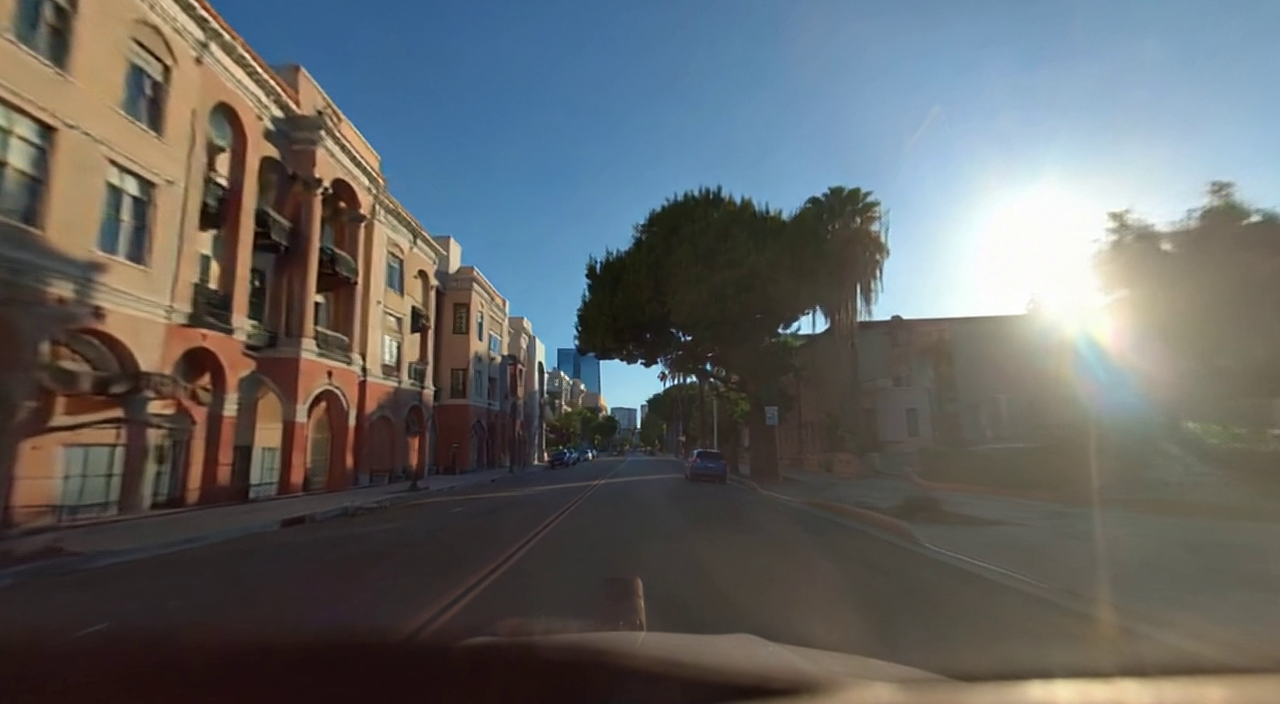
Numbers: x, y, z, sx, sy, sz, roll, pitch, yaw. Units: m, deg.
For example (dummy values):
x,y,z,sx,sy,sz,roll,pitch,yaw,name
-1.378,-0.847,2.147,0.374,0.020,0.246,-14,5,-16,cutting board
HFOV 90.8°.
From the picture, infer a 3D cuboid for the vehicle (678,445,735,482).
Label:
x,y,z,sx,sy,sz,roll,pitch,yaw,name
2.869,4.936,28.279,1.985,1.543,4.112,0,-9,-2,vehicle
